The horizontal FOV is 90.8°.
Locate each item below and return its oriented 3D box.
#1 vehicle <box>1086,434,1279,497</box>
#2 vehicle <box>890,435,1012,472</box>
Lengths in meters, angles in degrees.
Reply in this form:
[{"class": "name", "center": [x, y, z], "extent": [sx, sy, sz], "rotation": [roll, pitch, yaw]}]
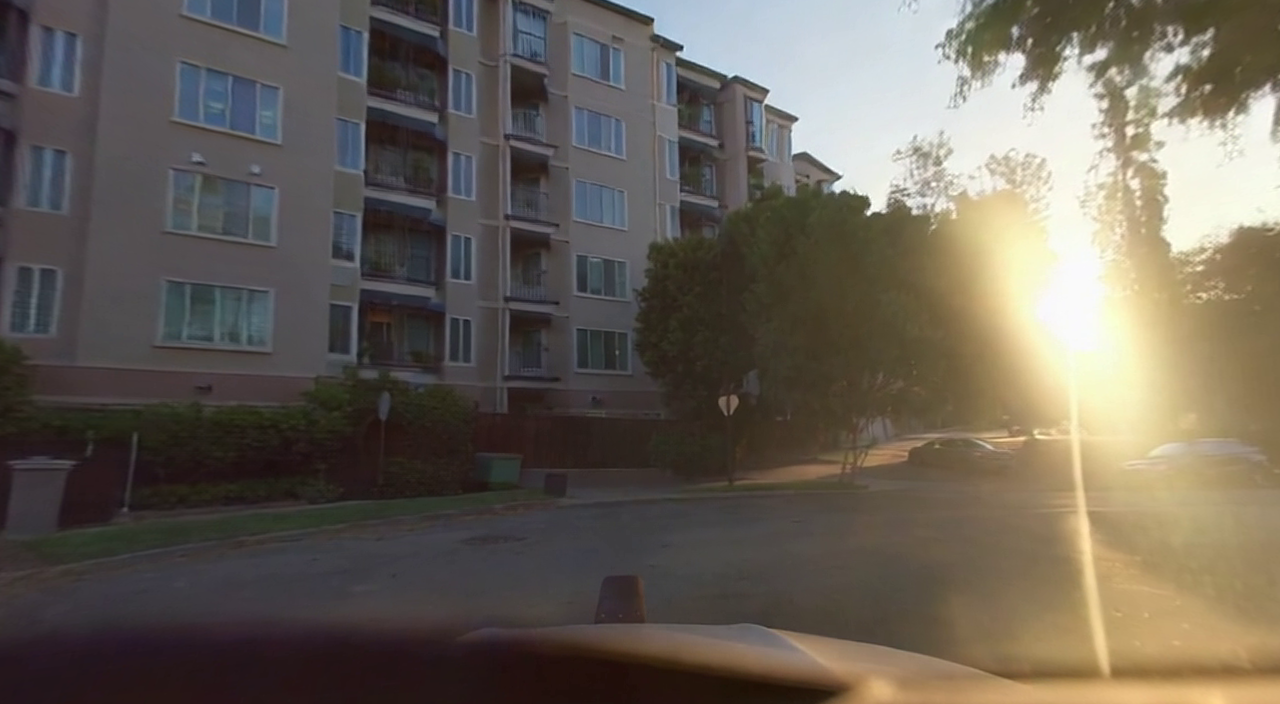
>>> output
[{"class": "vehicle", "center": [16.226, 3.334, 18.752], "extent": [4.584, 1.744, 1.946], "rotation": [1, -9, -6]}, {"class": "vehicle", "center": [13.327, 4.337, 27.097], "extent": [4.714, 1.458, 1.812], "rotation": [3, -9, -18]}]
